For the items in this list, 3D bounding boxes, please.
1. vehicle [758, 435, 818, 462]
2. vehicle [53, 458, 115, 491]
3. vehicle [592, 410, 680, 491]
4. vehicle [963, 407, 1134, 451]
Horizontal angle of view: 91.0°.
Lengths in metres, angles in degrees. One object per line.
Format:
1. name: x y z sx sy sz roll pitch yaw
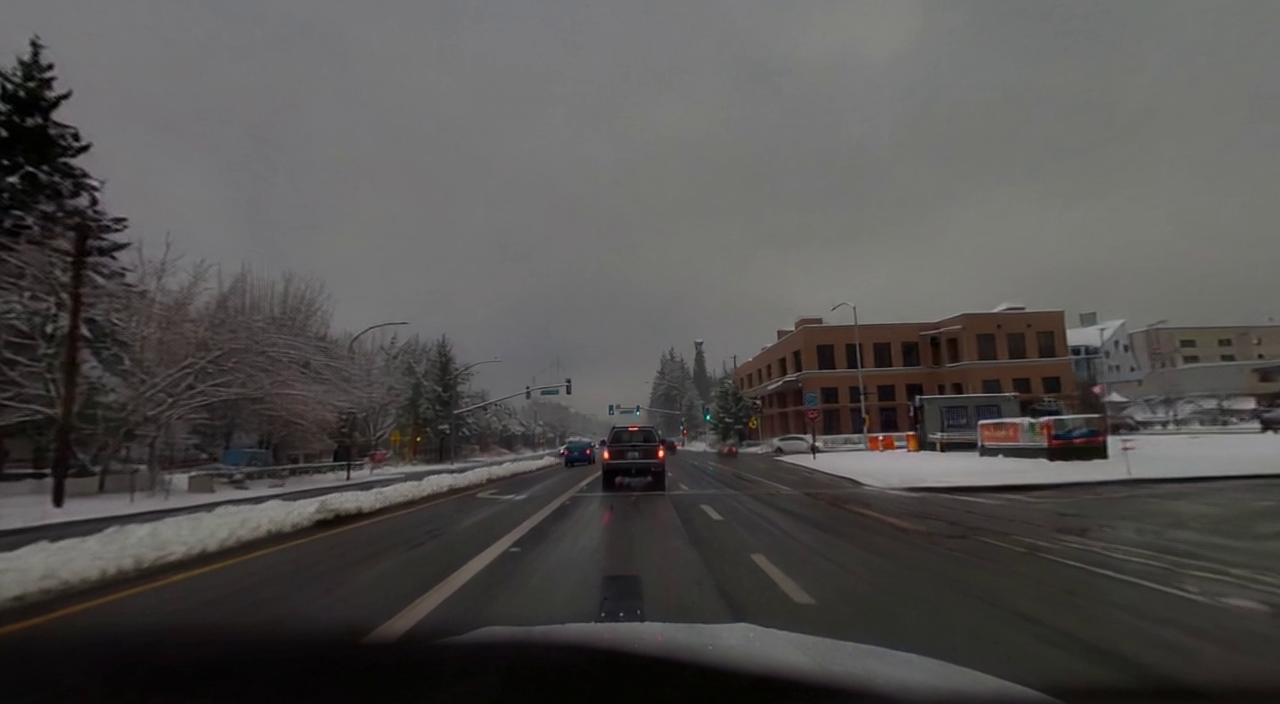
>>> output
1. vehicle: 9.034 5.834 38.221 2.145 1.503 4.267 -6 -10 33
2. vehicle: -33.363 7.285 37.720 4.692 1.720 1.941 -7 -11 40
3. vehicle: -0.220 3.066 19.763 2.350 2.122 5.801 0 -9 -2
4. vehicle: 14.907 2.899 23.219 4.986 1.467 2.025 -6 -10 34
